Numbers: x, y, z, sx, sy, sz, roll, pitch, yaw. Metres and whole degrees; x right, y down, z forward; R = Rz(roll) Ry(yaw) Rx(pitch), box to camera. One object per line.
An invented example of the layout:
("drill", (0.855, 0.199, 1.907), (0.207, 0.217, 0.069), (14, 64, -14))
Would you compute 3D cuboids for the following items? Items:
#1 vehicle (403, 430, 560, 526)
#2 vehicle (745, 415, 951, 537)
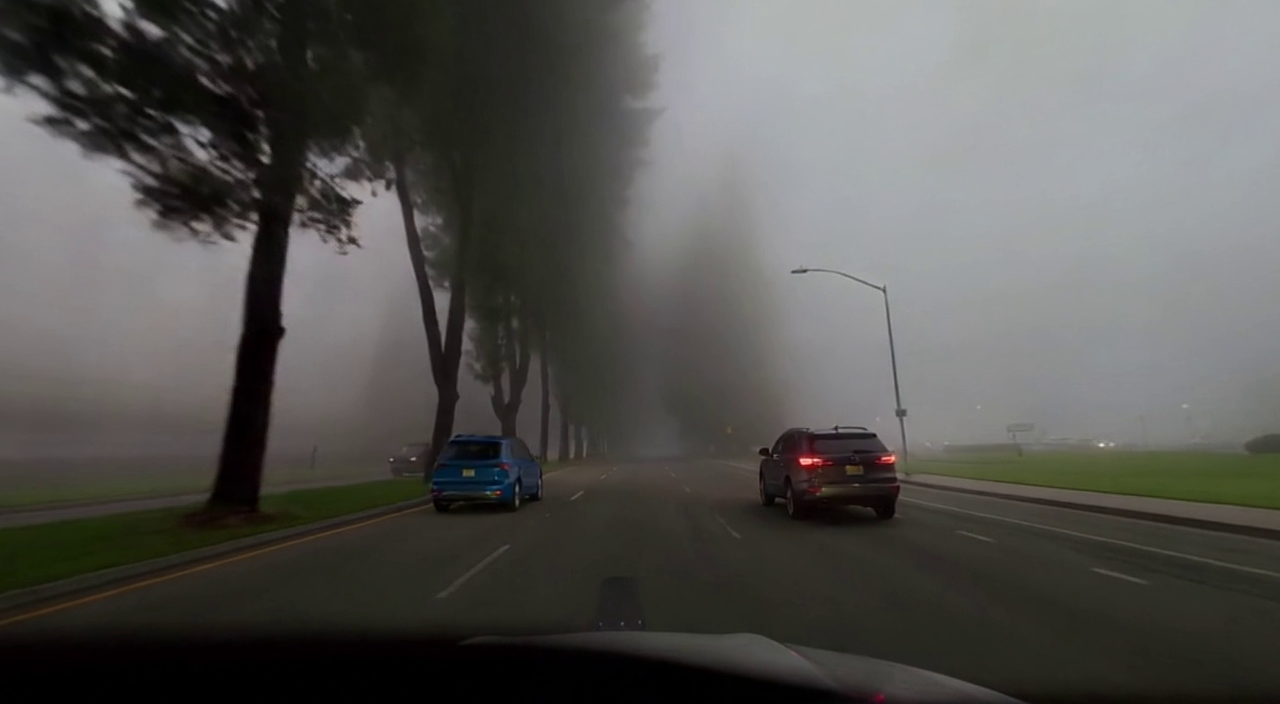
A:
("vehicle", (-3.009, 2.496, 13.025), (2.025, 1.635, 4.293), (0, -8, 2))
("vehicle", (3.472, 2.195, 11.787), (2.087, 1.759, 5.040), (0, -8, -1))
